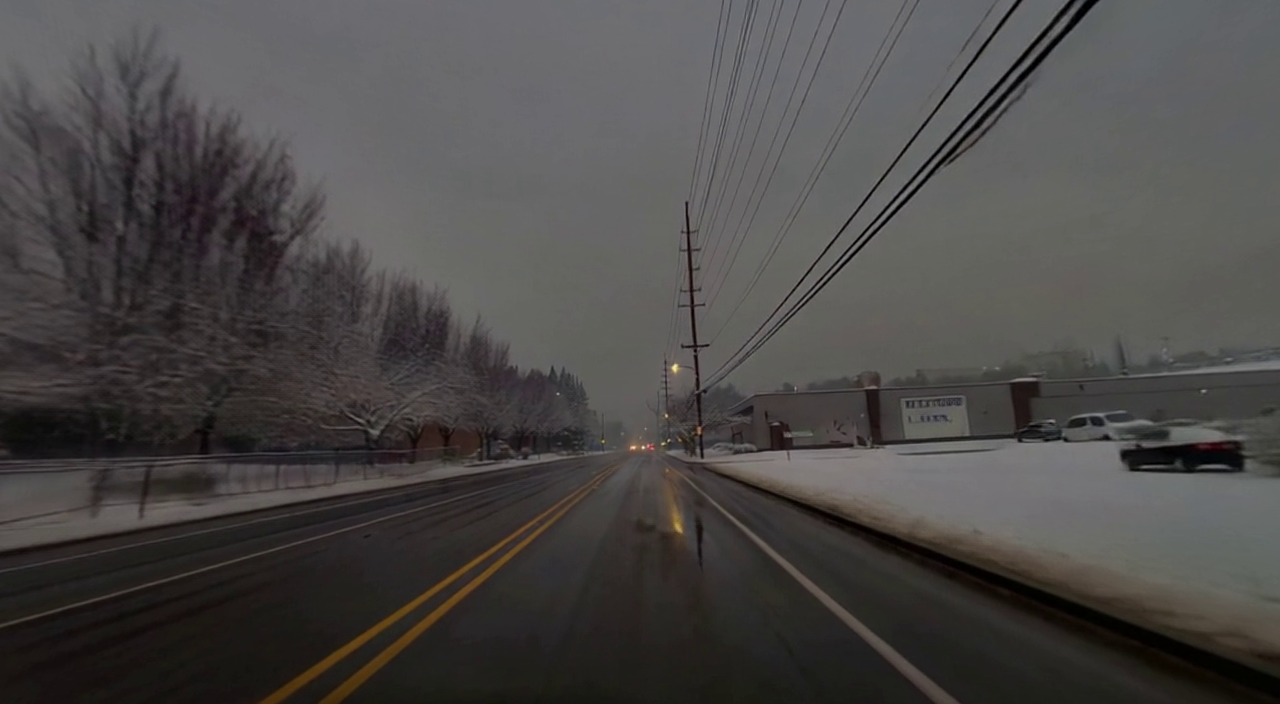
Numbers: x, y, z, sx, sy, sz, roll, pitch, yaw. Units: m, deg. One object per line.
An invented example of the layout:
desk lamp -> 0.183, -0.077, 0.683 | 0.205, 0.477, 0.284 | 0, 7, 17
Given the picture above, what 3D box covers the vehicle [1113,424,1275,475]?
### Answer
vehicle -> 18.512, 3.273, 21.349 | 1.875, 1.440, 3.925 | -4, -8, 1
